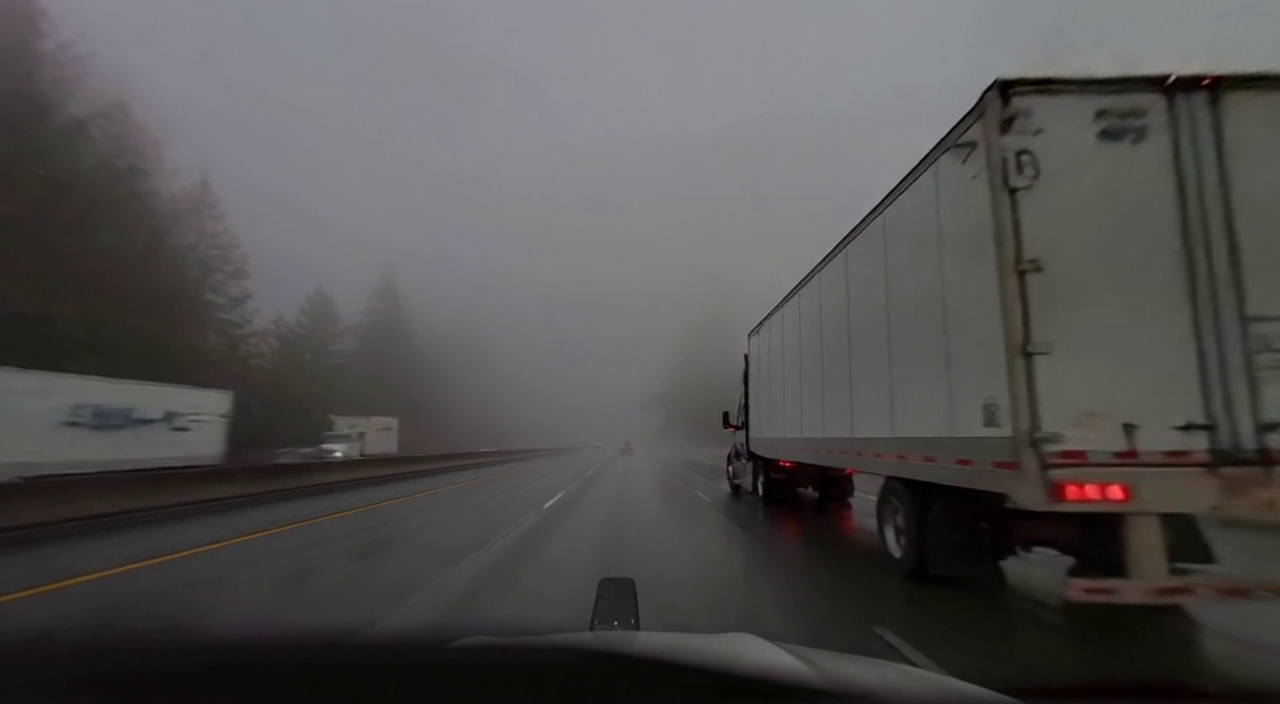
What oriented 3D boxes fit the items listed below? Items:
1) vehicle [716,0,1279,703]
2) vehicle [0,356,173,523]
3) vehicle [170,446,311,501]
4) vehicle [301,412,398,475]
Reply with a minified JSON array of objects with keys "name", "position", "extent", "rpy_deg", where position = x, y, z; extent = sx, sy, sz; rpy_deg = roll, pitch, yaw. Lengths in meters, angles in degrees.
[{"name":"vehicle","position":[3.935,0.566,9.625],"extent":[3.489,4.211,14.193],"rpy_deg":[0,-8,-1]},{"name":"vehicle","position":[-15.614,1.989,14.202],"extent":[3.185,3.633,9.159],"rpy_deg":[0,-8,-1]},{"name":"vehicle","position":[-11.638,3.525,18.670],"extent":[1.667,1.389,3.819],"rpy_deg":[-1,-8,0]},{"name":"vehicle","position":[-20.317,6.441,44.678],"extent":[3.033,4.048,7.692],"rpy_deg":[-1,-8,1]}]
